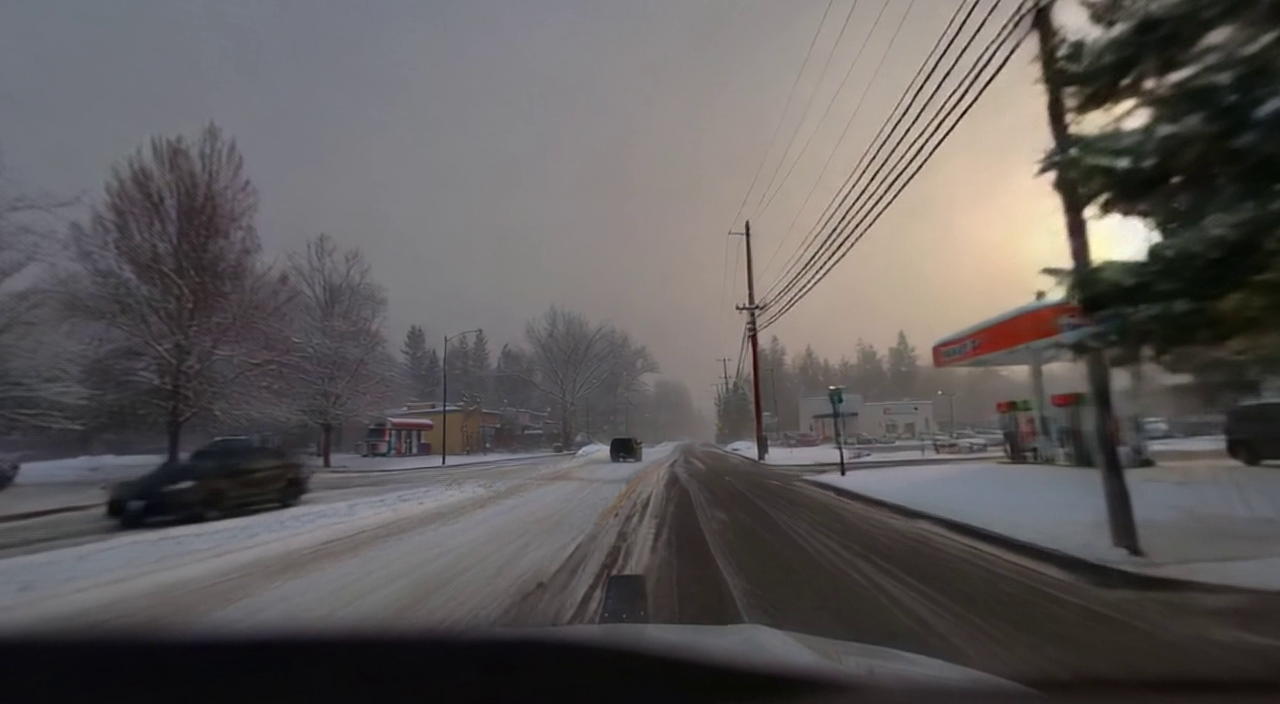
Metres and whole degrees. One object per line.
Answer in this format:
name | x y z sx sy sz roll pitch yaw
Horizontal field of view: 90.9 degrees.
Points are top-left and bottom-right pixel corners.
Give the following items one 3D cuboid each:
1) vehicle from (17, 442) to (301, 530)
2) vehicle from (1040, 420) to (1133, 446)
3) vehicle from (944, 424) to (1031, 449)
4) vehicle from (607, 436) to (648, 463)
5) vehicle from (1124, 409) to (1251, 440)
vehicle | -9.643 2.660 13.340 2.021 1.480 4.800 -1 -8 4
vehicle | 28.424 5.226 40.372 1.901 1.509 4.610 2 -8 -15
vehicle | 22.582 5.538 41.257 1.908 1.474 4.885 1 -9 -19
vehicle | -0.700 5.774 37.528 2.073 1.525 3.968 -1 -8 4
vehicle | 37.218 5.056 43.166 2.249 1.918 6.120 2 -8 -17
